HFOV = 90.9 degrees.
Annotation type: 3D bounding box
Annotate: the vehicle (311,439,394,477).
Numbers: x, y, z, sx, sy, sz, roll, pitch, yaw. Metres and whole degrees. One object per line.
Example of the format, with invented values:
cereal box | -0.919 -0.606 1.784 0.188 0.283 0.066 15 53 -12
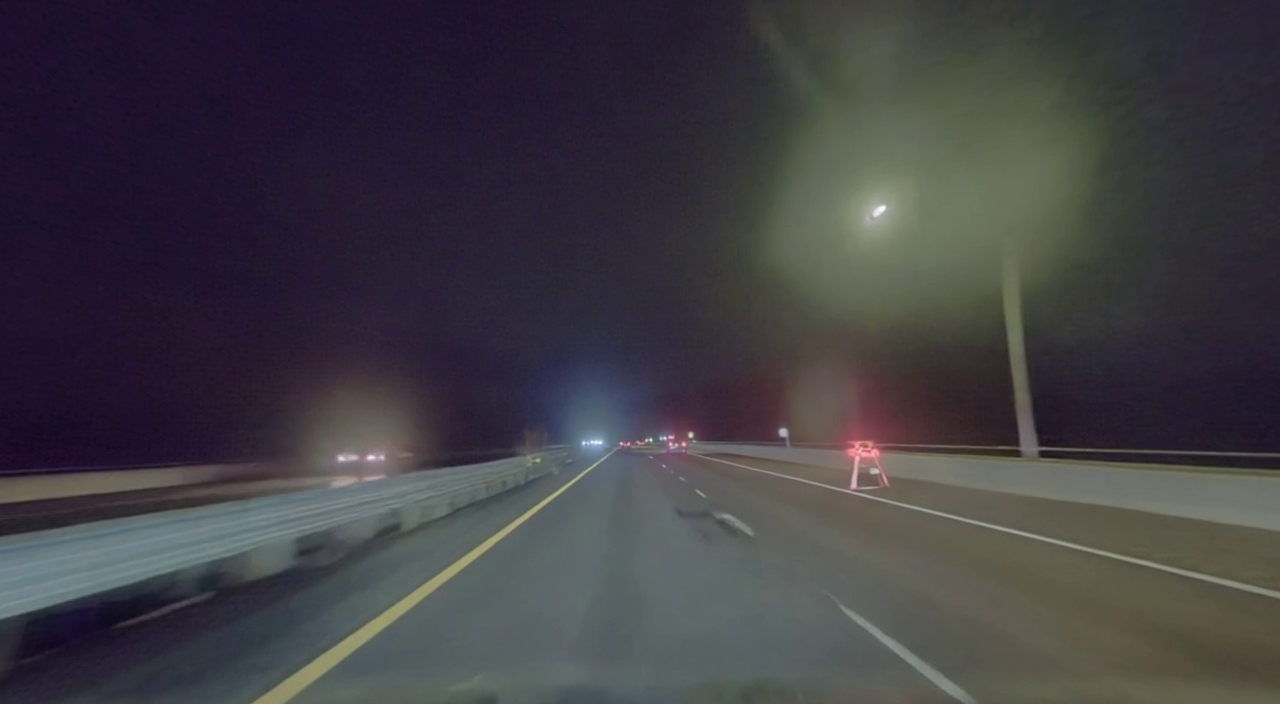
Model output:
vehicle | -13.704 5.039 30.355 1.939 1.662 4.341 0 -8 -1
